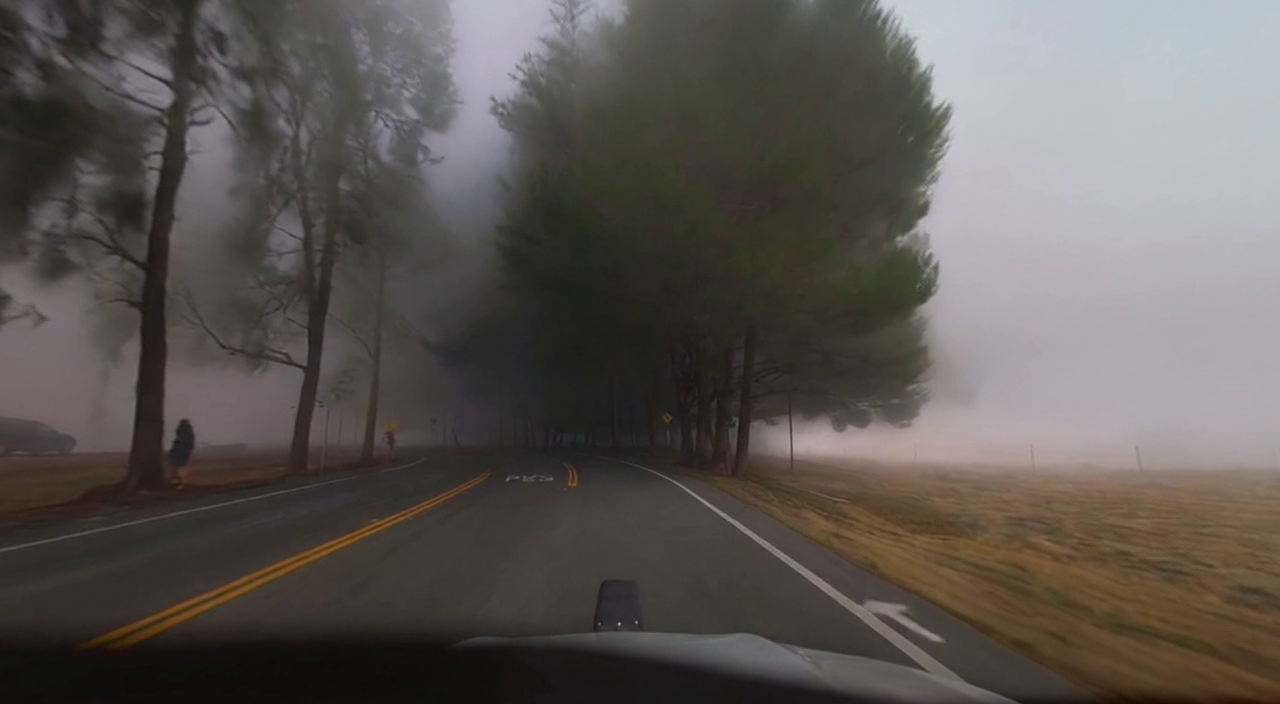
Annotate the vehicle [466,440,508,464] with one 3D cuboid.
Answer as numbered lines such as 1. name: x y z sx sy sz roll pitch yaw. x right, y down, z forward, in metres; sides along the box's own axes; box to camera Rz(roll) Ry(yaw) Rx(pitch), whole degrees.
1. vehicle: -10.726 7.028 44.390 2.129 1.590 4.616 0 -8 -4
